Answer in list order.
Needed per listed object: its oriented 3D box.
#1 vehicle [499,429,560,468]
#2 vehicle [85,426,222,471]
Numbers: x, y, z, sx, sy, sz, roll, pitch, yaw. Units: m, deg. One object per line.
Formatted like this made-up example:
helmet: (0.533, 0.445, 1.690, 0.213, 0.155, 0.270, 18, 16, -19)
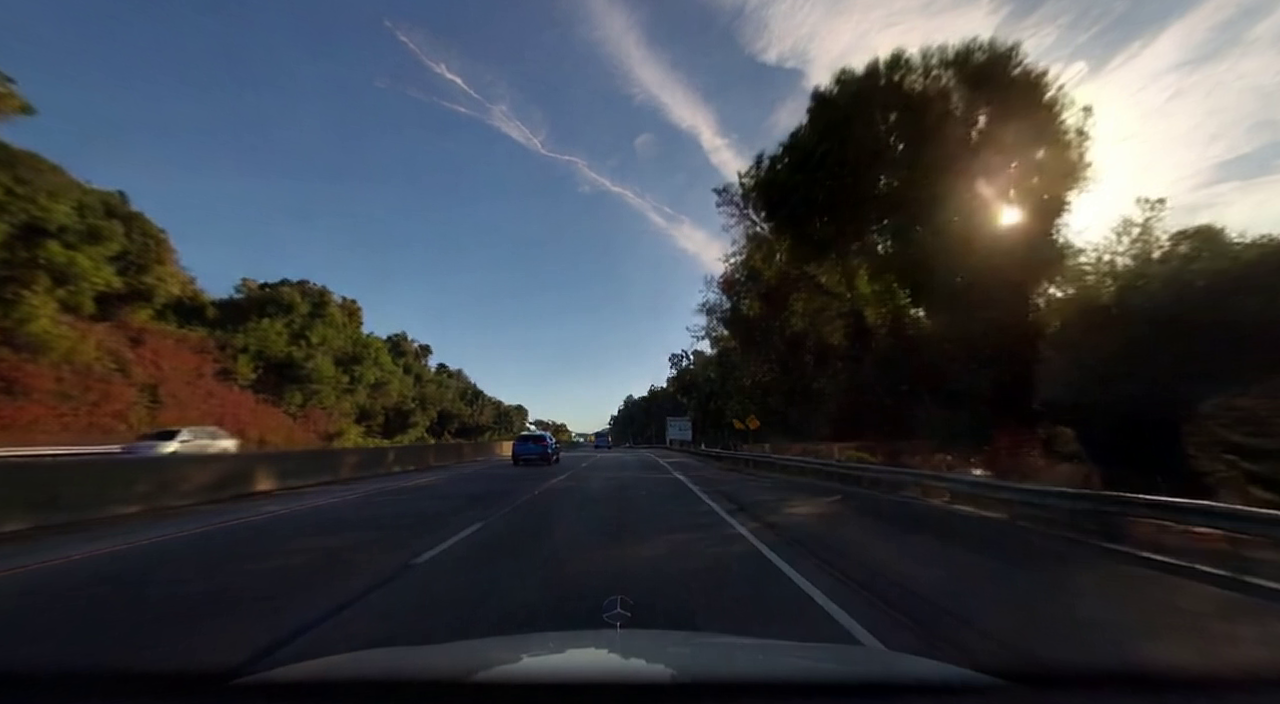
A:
vehicle: (-4.980, 4.434, 29.083, 2.070, 1.647, 4.577, 0, -8, -1)
vehicle: (-17.267, 3.427, 22.582, 1.840, 1.483, 3.848, 0, -8, -1)
